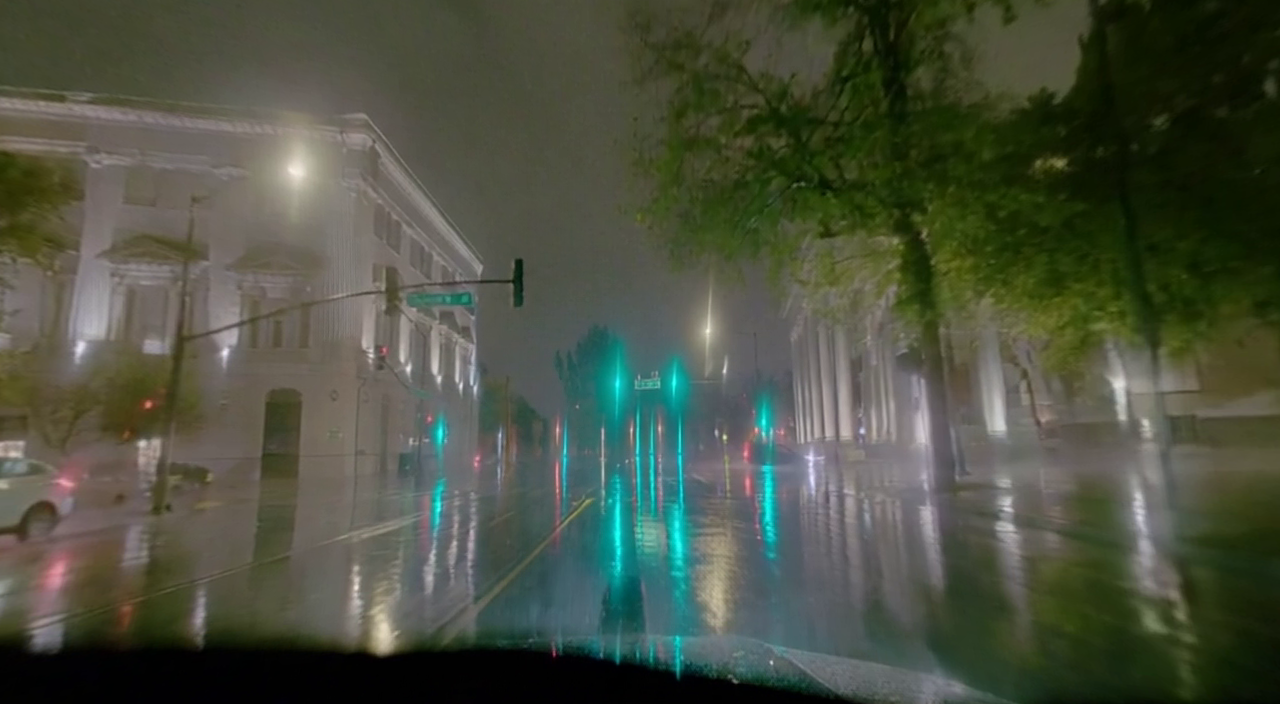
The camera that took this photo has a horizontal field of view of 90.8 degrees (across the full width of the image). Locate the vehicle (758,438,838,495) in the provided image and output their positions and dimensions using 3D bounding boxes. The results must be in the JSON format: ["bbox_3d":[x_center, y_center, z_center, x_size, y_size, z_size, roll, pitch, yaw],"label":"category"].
[{"bbox_3d":[4.754,3.448,19.542,2.085,1.530,4.125,-2,-8,11],"label":"vehicle"}]

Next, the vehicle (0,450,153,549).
[{"bbox_3d":[-12.305,2.733,11.801,2.011,1.668,5.474,0,-8,1],"label":"vehicle"}]
